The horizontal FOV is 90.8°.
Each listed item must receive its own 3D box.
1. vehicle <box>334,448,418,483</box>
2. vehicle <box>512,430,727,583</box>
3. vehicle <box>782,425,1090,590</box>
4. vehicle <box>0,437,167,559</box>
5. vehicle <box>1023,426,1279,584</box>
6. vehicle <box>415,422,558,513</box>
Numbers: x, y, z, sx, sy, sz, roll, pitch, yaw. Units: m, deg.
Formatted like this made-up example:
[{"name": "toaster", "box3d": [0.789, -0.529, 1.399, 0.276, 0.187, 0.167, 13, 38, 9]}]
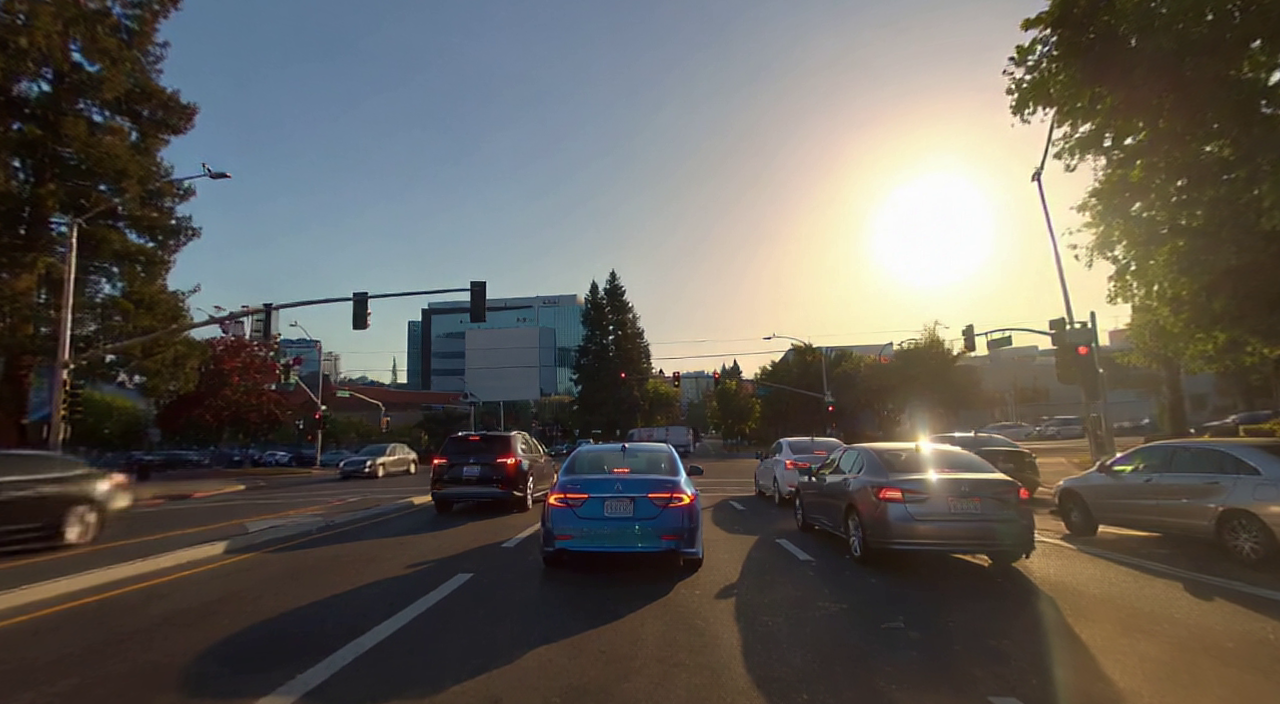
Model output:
[{"name": "vehicle", "box3d": [-12.238, 5.247, 29.619, 1.872, 1.463, 4.455, 0, -8, 2]}, {"name": "vehicle", "box3d": [-0.177, 1.805, 8.191, 2.098, 1.477, 3.897, 0, -8, 1]}, {"name": "vehicle", "box3d": [3.235, 1.762, 8.035, 2.020, 1.513, 4.120, 0, -8, 2]}, {"name": "vehicle", "box3d": [-8.816, 1.829, 7.995, 1.966, 1.469, 4.714, 0, -9, 1]}, {"name": "vehicle", "box3d": [7.194, 1.732, 7.825, 2.004, 1.508, 4.646, 0, -8, 0]}, {"name": "vehicle", "box3d": [-3.446, 2.710, 15.396, 2.160, 1.823, 5.115, 0, -8, 1]}]
